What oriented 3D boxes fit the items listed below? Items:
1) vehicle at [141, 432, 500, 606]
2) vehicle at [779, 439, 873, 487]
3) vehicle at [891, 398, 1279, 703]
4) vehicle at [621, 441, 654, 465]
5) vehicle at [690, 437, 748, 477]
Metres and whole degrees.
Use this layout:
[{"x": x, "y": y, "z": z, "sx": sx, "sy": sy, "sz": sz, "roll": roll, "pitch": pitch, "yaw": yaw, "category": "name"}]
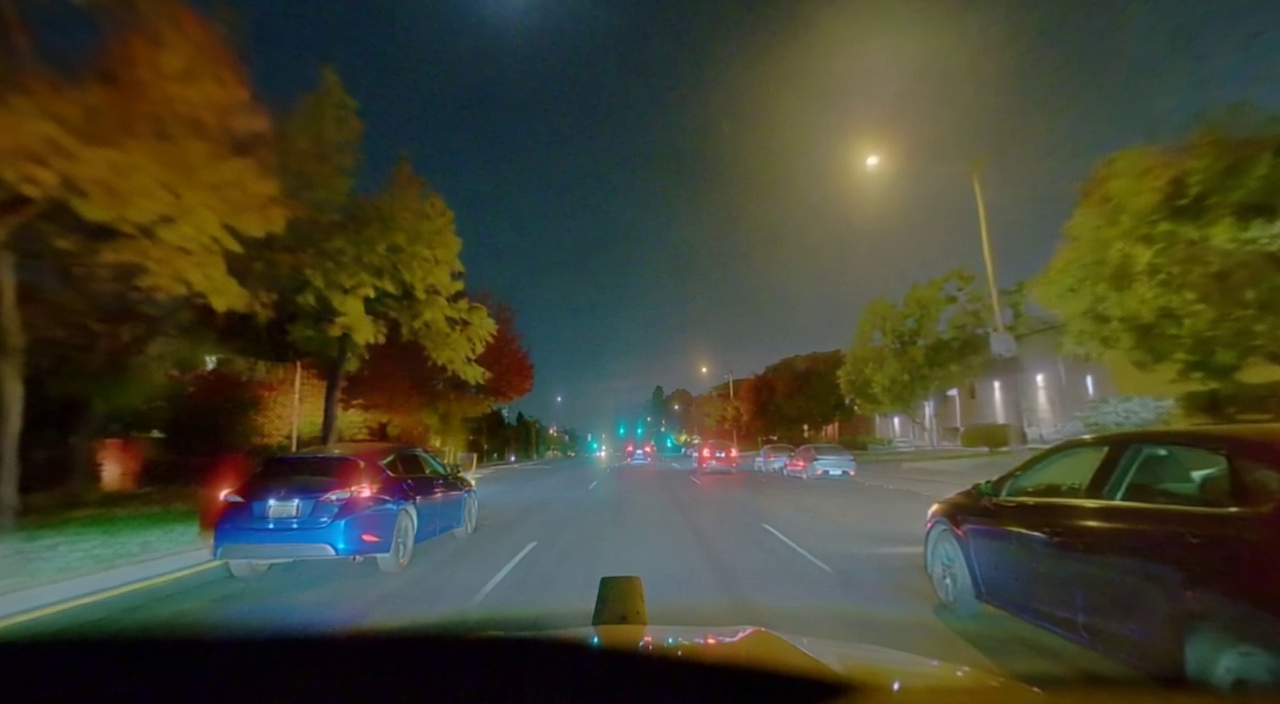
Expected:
[{"x": -3.272, "y": 1.782, "z": 7.746, "sx": 1.997, "sy": 1.479, "sz": 4.547, "roll": 0, "pitch": -8, "yaw": 0, "category": "vehicle"}, {"x": 7.029, "y": 4.240, "z": 24.366, "sx": 2.114, "sy": 1.628, "sz": 4.932, "roll": 0, "pitch": -8, "yaw": 0, "category": "vehicle"}, {"x": 3.207, "y": 1.052, "z": 3.134, "sx": 2.060, "sy": 1.474, "sz": 4.475, "roll": 0, "pitch": -8, "yaw": 0, "category": "vehicle"}, {"x": -0.159, "y": 7.213, "z": 45.035, "sx": 2.293, "sy": 1.662, "sz": 4.262, "roll": 0, "pitch": -8, "yaw": 0, "category": "vehicle"}, {"x": 3.520, "y": 4.809, "z": 28.932, "sx": 2.019, "sy": 1.675, "sz": 4.488, "roll": 0, "pitch": -8, "yaw": -1, "category": "vehicle"}]
